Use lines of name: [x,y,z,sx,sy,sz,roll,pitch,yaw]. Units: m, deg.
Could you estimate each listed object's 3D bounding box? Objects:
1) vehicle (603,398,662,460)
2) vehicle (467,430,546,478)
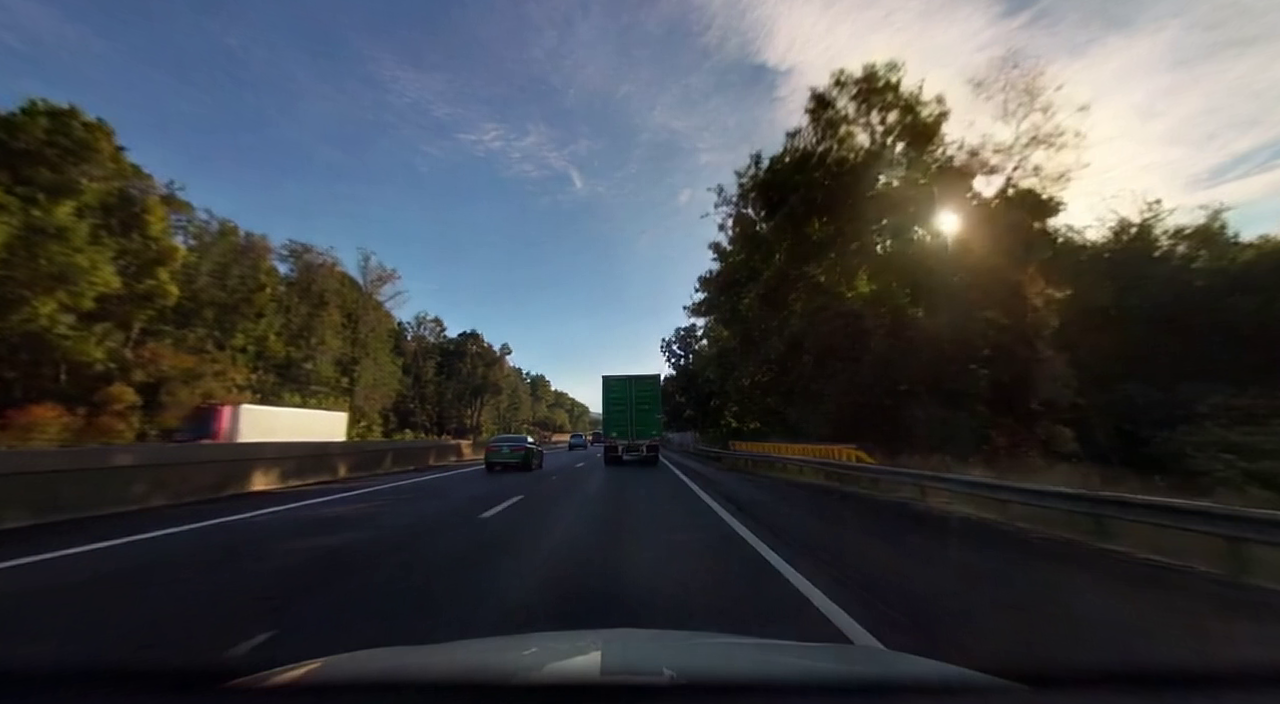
vehicle: [-0.303,3.153,25.737,2.319,2.461,1.270,0,-8,0]
vehicle: [-4.508,3.488,21.898,1.909,1.520,3.897,0,-8,-1]
